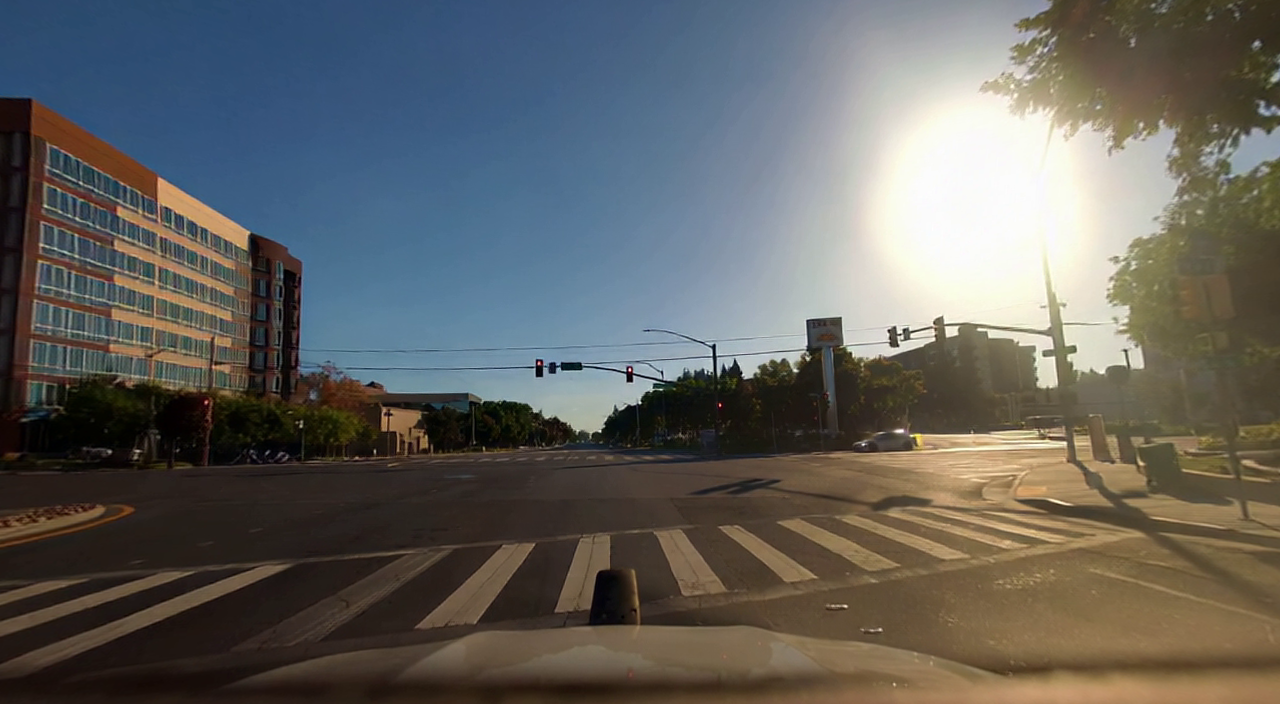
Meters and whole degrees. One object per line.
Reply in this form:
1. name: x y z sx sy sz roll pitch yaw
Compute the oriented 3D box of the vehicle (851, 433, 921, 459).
1. vehicle: 17.631 6.745 45.232 4.600 1.783 1.970 4 -10 -26
